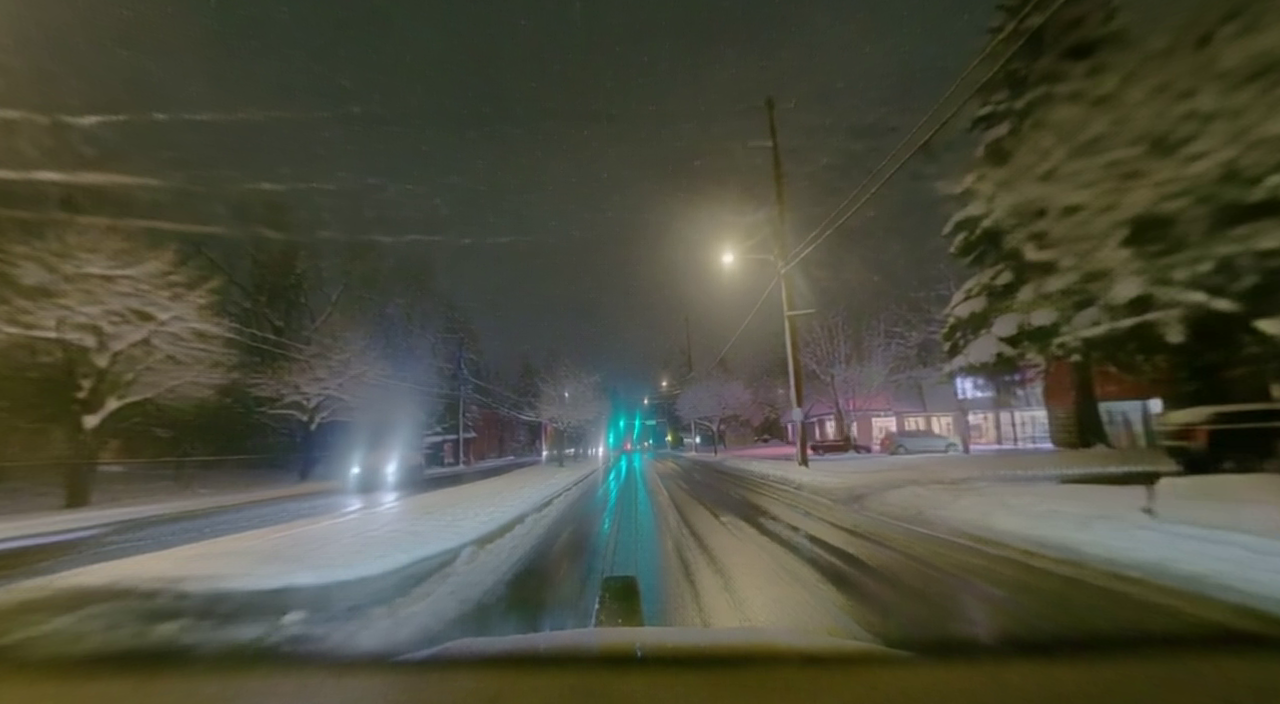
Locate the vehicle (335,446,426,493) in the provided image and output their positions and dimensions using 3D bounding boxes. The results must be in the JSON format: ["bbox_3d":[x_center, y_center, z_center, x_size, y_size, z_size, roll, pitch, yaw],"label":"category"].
[{"bbox_3d":[-10.986,4.956,27.056,2.031,1.674,4.573,-4,-8,-1],"label":"vehicle"}]

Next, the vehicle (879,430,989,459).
[{"bbox_3d":[16.368,5.189,35.246,5.124,1.541,2.070,0,-10,-1],"label":"vehicle"}]

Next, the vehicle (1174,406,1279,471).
[{"bbox_3d":[16.246,2.146,15.534,4.241,1.472,2.066,0,-9,-3],"label":"vehicle"}]
